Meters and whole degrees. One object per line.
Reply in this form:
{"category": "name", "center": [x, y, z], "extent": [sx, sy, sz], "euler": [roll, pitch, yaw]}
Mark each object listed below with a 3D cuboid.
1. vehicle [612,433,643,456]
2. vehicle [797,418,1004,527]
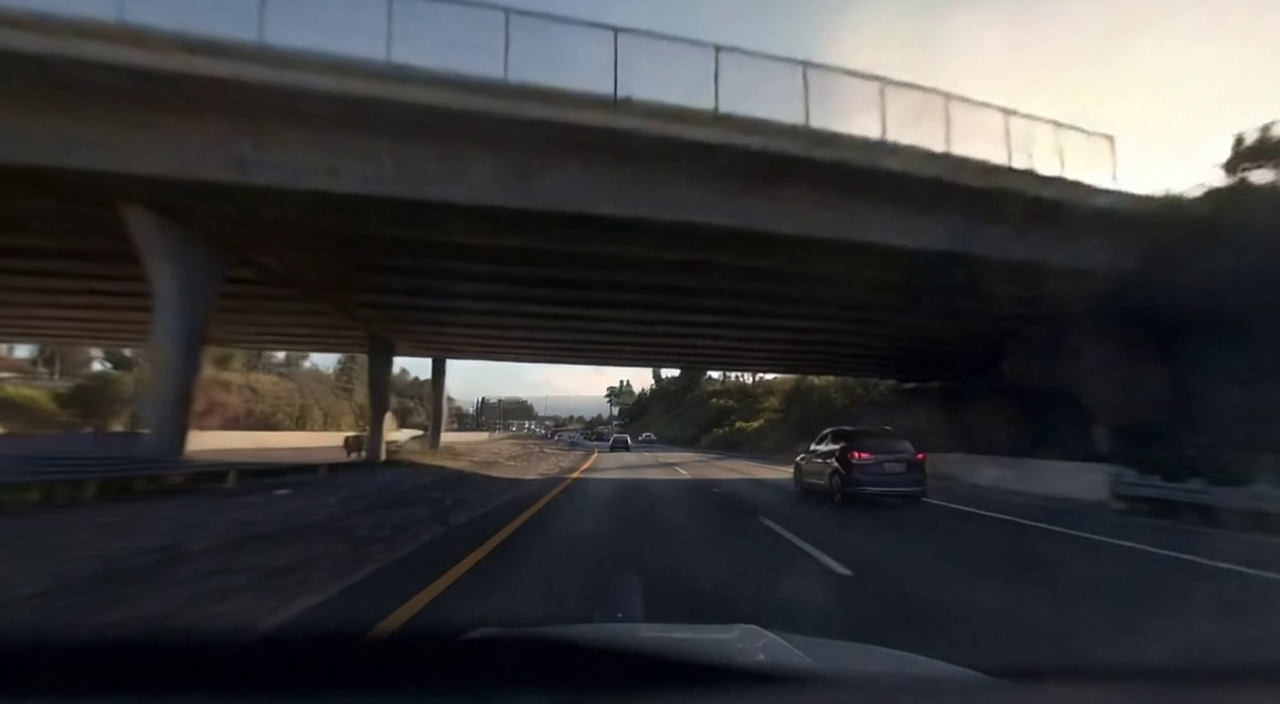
{"category": "vehicle", "center": [-0.926, 6.315, 42.919], "extent": [1.998, 1.512, 3.735], "euler": [1, -8, -3]}
{"category": "vehicle", "center": [4.144, 1.946, 10.734], "extent": [1.852, 1.513, 3.652], "euler": [0, -8, -2]}
